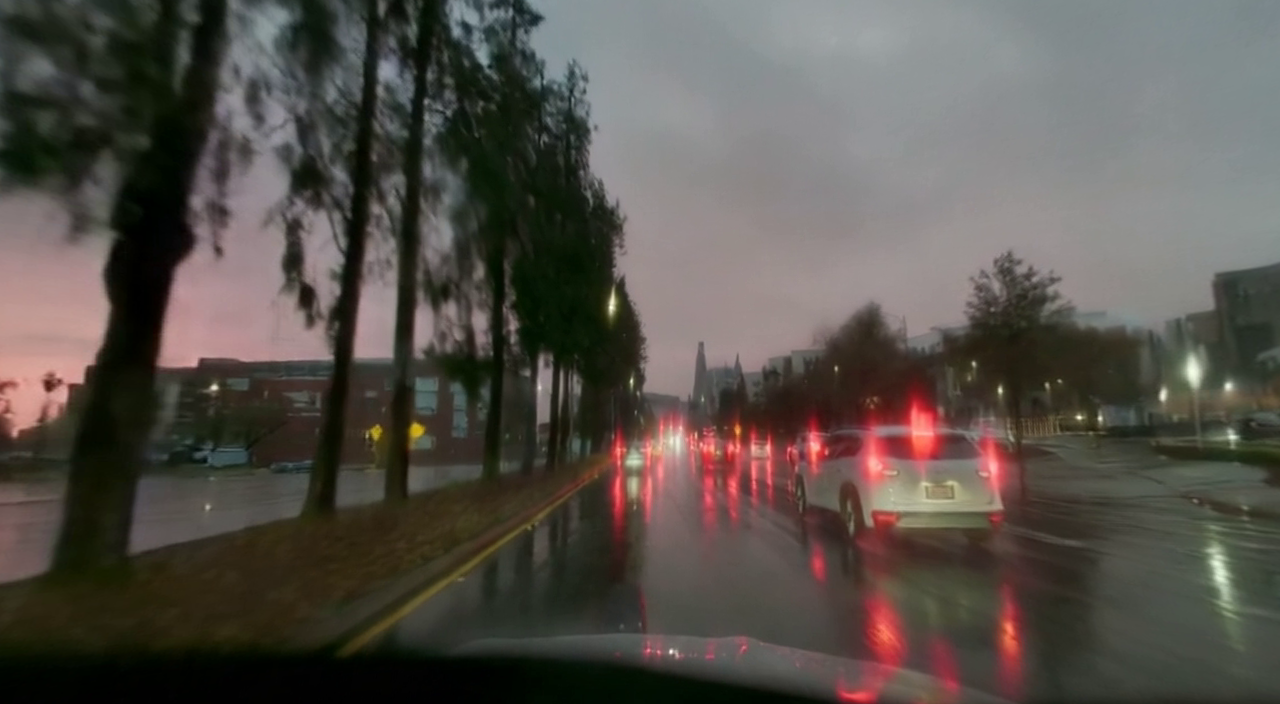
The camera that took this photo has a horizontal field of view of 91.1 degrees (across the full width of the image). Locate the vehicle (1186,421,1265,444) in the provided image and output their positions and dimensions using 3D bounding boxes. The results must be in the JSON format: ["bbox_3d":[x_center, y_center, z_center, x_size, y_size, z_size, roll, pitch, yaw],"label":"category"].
[{"bbox_3d":[42.642,5.861,45.842,1.929,1.517,3.953,-3,-7,1],"label":"vehicle"}]

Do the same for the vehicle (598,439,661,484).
[{"bbox_3d":[-0.336,3.987,23.175,2.111,1.506,4.018,0,-9,0],"label":"vehicle"}]

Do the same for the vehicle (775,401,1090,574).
[{"bbox_3d":[3.386,1.680,8.484,2.130,1.718,4.310,0,-9,0],"label":"vehicle"}]

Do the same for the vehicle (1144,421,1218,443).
[{"bbox_3d":[39.913,5.963,46.477,1.839,1.506,4.108,0,-9,1],"label":"vehicle"}]

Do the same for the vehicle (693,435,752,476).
[{"bbox_3d":[3.658,4.703,28.615,1.982,1.709,4.427,0,-9,-1],"label":"vehicle"}]
